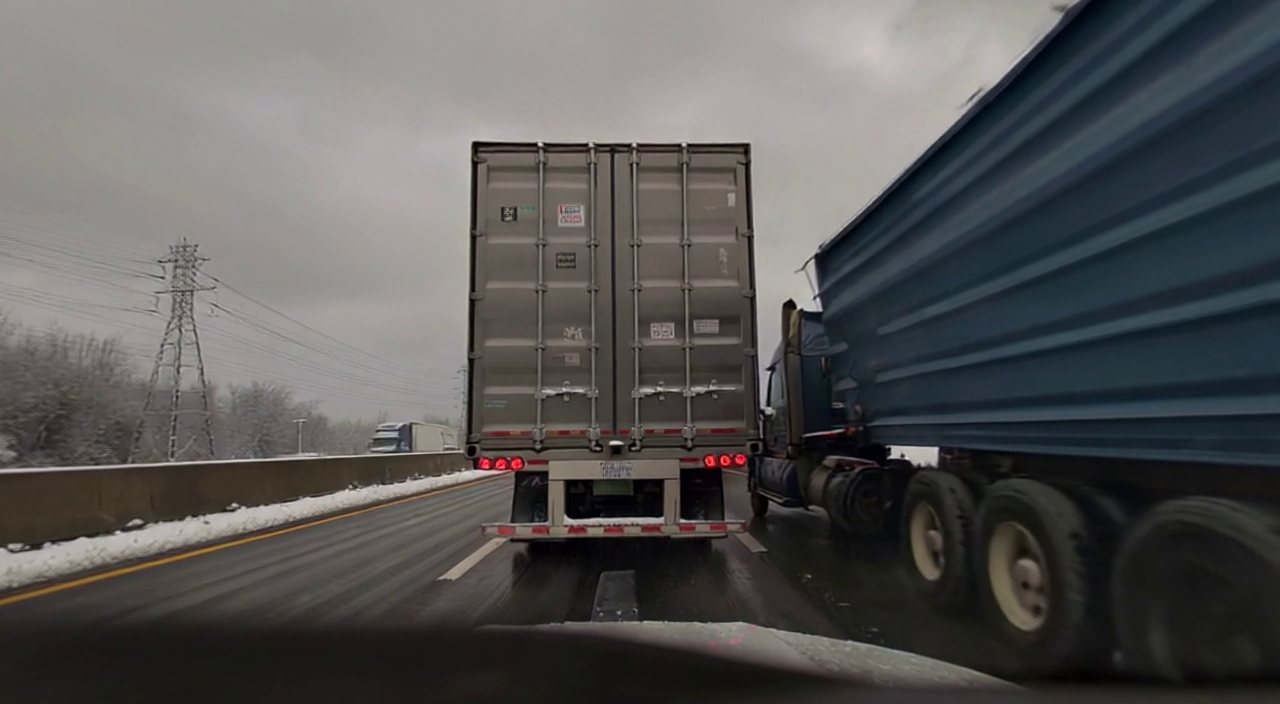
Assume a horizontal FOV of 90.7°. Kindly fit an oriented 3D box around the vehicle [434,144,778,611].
[{"bbox_3d":[-0.282,1.004,11.479,2.841,4.071,12.046,0,-8,0],"label":"vehicle"}]

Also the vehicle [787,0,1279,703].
[{"bbox_3d":[3.547,0.172,4.806,2.955,3.777,7.403,0,-8,-1],"label":"vehicle"}]
